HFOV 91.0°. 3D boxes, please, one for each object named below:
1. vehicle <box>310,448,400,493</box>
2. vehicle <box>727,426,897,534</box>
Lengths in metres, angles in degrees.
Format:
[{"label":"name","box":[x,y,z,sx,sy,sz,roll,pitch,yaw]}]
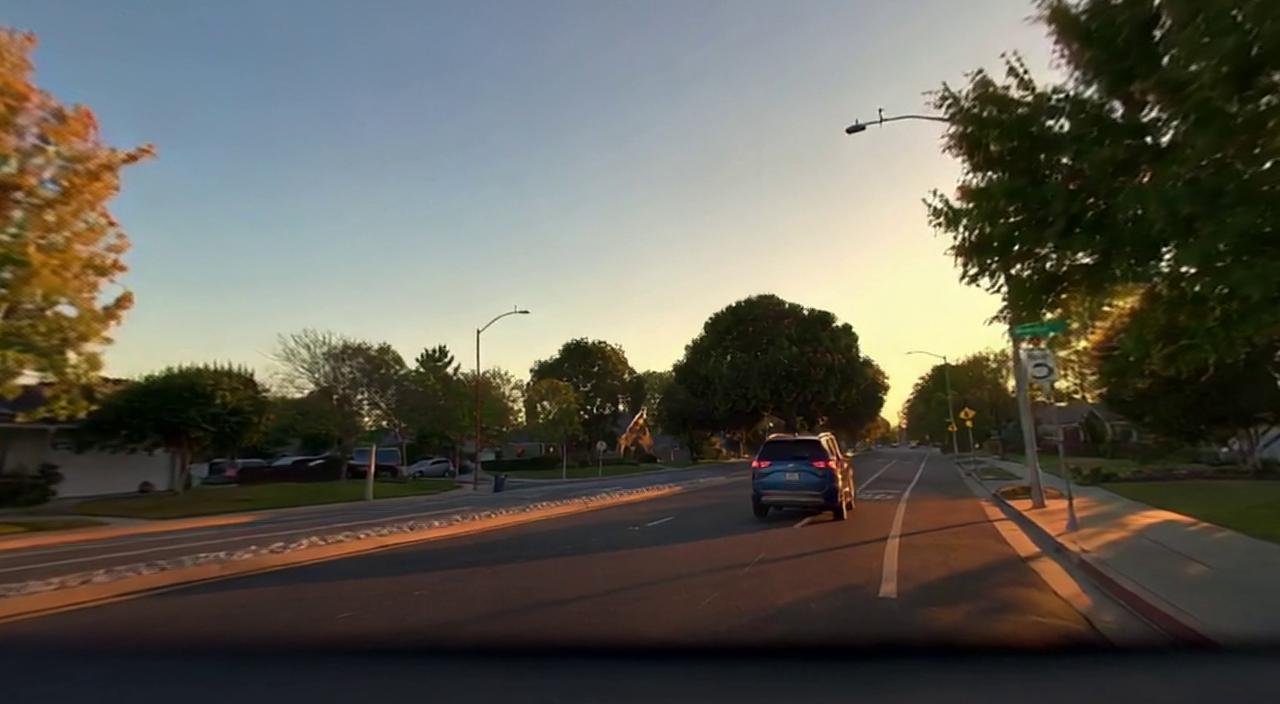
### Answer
[{"label":"vehicle","box":[-18.496,7.683,41.222,2.329,2.631,5.560,-5,-10,15]},{"label":"vehicle","box":[3.633,2.438,12.664,2.018,1.733,4.546,-6,-10,31]}]
